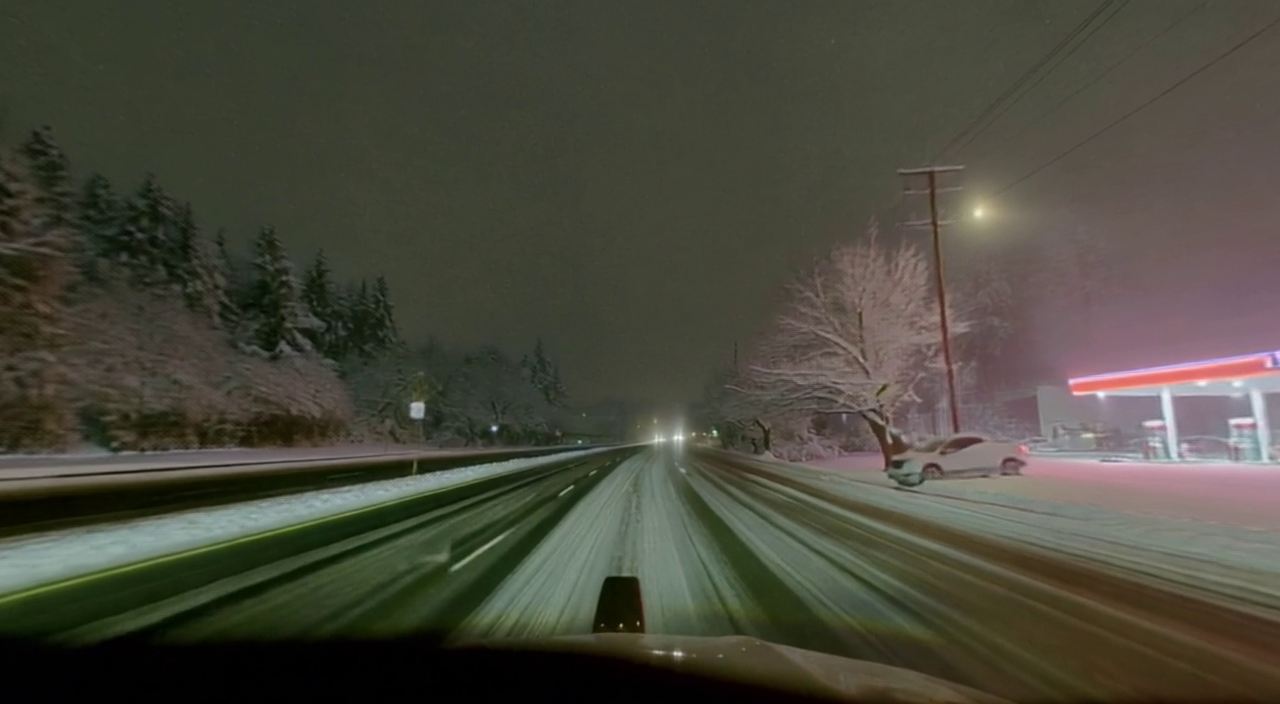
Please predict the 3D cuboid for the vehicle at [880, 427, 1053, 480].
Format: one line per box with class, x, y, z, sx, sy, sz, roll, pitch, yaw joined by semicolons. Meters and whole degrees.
vehicle;10.400;3.261;20.399;4.476;1.629;1.953;0;-9;0
